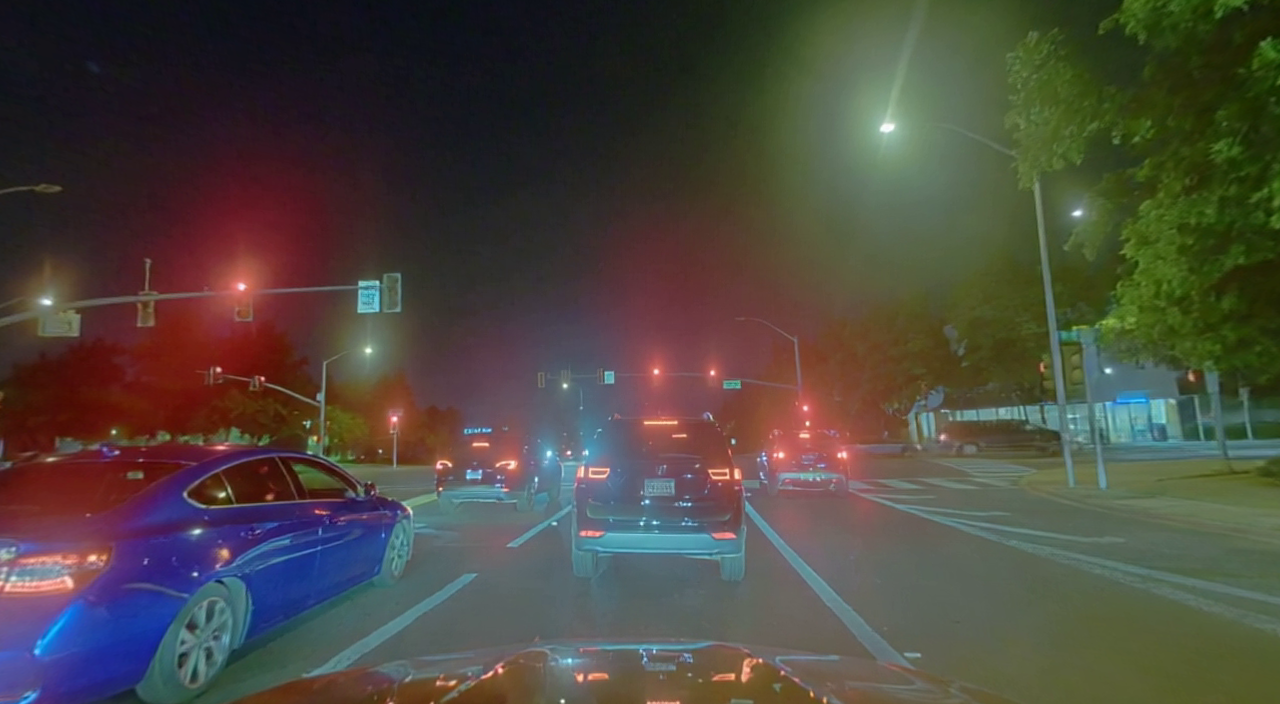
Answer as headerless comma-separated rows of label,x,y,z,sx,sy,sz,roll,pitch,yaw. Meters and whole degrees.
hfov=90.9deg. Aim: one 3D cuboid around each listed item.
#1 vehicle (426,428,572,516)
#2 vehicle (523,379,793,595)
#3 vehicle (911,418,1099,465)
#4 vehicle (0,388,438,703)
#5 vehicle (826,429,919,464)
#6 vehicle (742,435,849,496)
vehicle,-2.682,2.390,13.076,1.851,1.502,4.042,0,-8,4
vehicle,0.204,1.465,7.644,2.300,1.832,4.331,0,-8,1
vehicle,16.490,4.106,29.027,6.879,1.984,2.808,-2,-8,11
vehicle,-3.219,1.193,4.393,1.958,1.494,4.624,0,-8,2
vehicle,11.206,4.534,30.490,4.026,1.573,2.271,-3,-8,21
vehicle,4.101,3.055,17.339,1.979,1.453,4.011,0,-8,1
